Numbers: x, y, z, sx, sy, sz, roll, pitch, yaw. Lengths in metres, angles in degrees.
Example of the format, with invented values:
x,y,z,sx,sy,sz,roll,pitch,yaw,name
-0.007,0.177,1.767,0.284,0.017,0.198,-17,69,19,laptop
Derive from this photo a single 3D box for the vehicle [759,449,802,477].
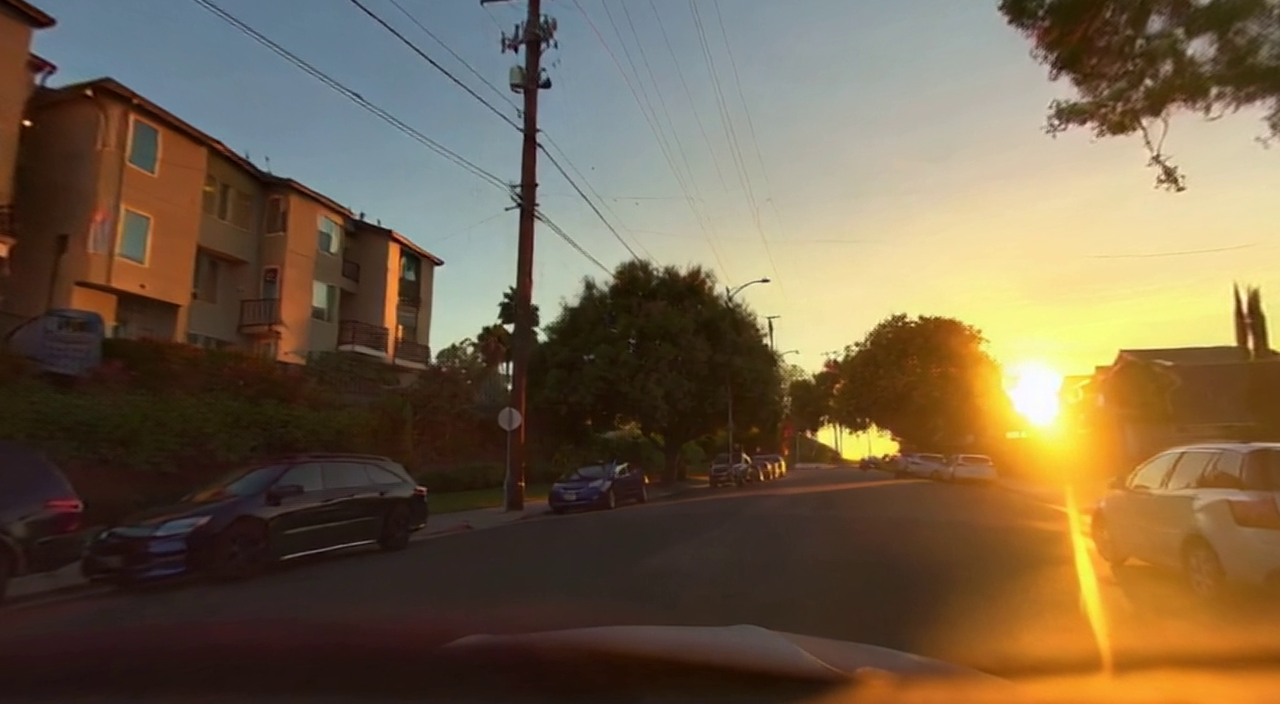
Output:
x,y,z,sx,sy,sz,roll,pitch,yaw,name
10.247,8.062,45.736,1.953,1.699,4.234,-10,-15,23,vehicle

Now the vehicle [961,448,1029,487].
x,y,z,sx,sy,sz,roll,pitch,yaw,name
15.437,4.999,27.675,1.964,1.515,4.055,-3,-9,21,vehicle

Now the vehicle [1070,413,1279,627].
x,y,z,sx,sy,sz,roll,pitch,yaw,name
6.592,1.599,6.841,2.180,1.677,4.432,-3,-9,21,vehicle

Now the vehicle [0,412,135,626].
x,y,z,sx,sy,sz,roll,pitch,yaw,name
-7.081,1.412,4.502,1.973,1.848,5.100,-12,-13,19,vehicle

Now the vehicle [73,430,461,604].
x,y,z,sx,sy,sz,roll,pitch,yaw,name
-4.985,2.235,9.351,2.068,1.745,4.579,-11,-12,19,vehicle

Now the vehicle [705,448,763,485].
x,y,z,sx,sy,sz,roll,pitch,yaw,name
5.157,6.126,34.153,2.011,1.801,4.676,-3,-9,22,vehicle

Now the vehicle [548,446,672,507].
x,y,z,sx,sy,sz,roll,pitch,yaw,name
-0.817,4.038,20.287,2.017,1.582,4.664,-9,-14,23,vehicle
